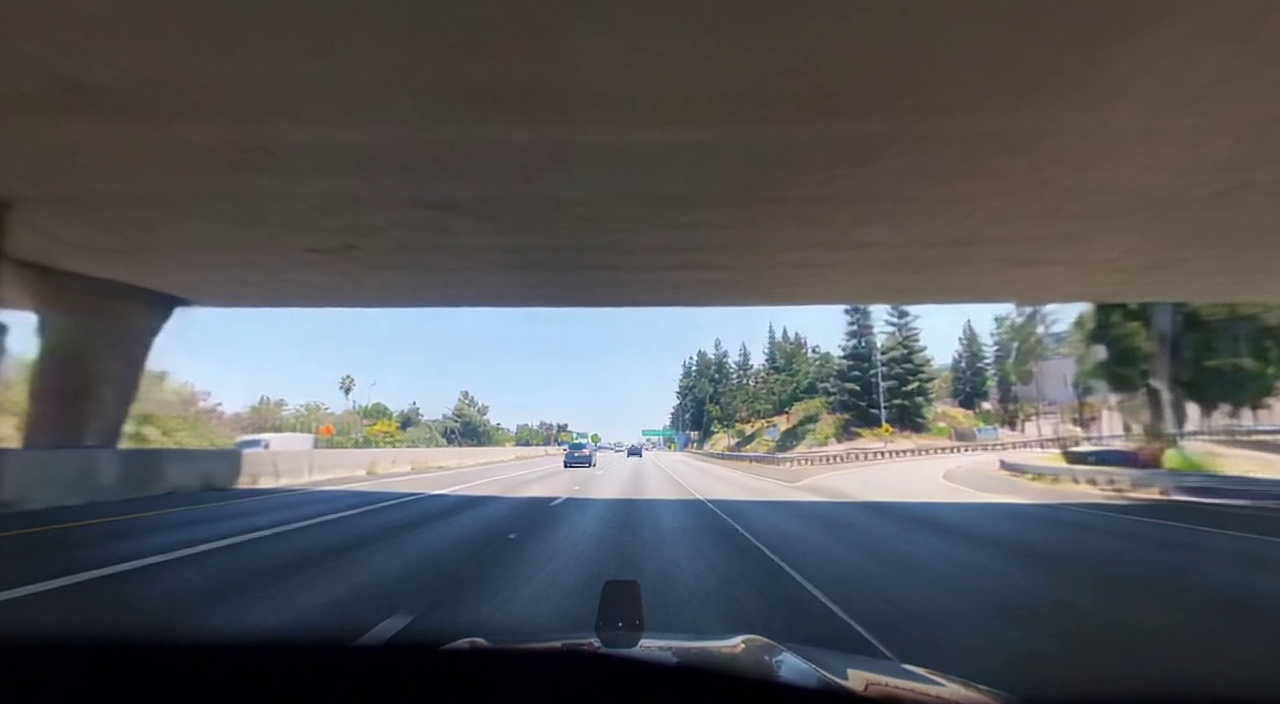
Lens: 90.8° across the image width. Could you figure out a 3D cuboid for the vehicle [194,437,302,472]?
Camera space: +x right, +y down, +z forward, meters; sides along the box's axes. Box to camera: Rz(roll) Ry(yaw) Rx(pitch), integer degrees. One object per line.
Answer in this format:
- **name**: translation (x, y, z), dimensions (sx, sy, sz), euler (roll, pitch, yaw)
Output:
- **vehicle**: translation (-21.215, 5.582, 34.593), dimensions (2.128, 1.757, 5.776), euler (0, -8, 1)
